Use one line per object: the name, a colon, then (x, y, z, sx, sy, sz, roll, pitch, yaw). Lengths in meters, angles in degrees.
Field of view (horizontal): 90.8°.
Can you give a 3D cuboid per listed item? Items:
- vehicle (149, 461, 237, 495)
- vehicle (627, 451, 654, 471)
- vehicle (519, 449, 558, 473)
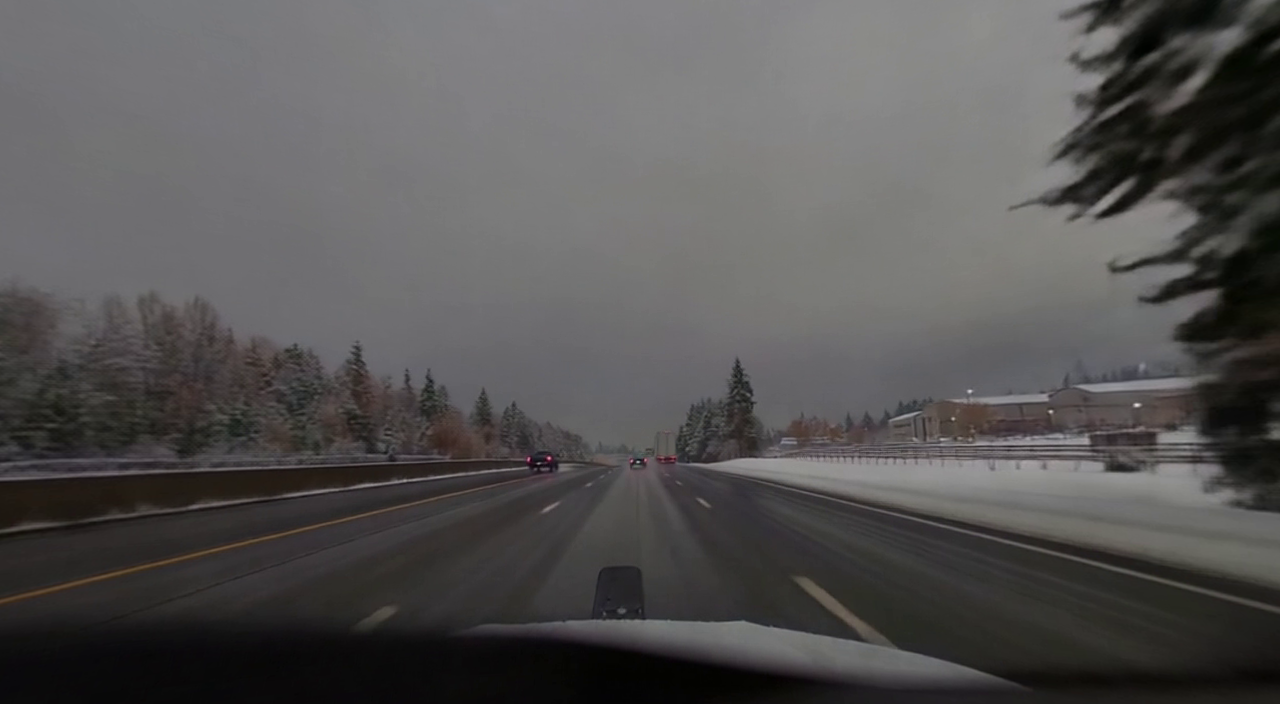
vehicle: (-20.324, 5.700, 28.871, 1.636, 1.361, 3.409, 0, -9, -3)
vehicle: (0.003, 8.617, 49.836, 2.033, 1.465, 3.775, 0, -9, 0)
vehicle: (-7.447, 8.078, 46.884, 2.123, 1.671, 4.579, -1, -9, 1)
